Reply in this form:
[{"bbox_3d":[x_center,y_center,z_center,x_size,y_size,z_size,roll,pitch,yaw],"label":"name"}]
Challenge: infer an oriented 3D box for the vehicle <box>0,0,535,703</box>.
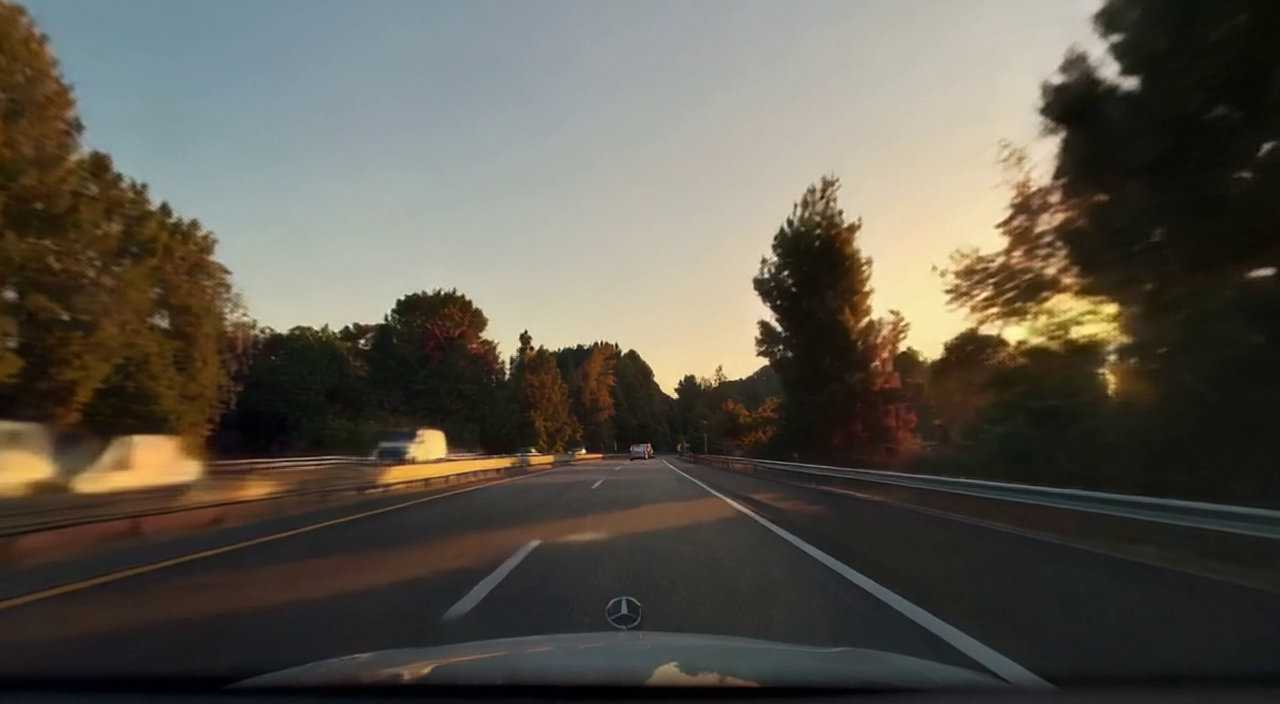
[{"bbox_3d":[-3.802,0.503,6.805,2.939,3.731,14.269,0,-9,0],"label":"vehicle"}]
